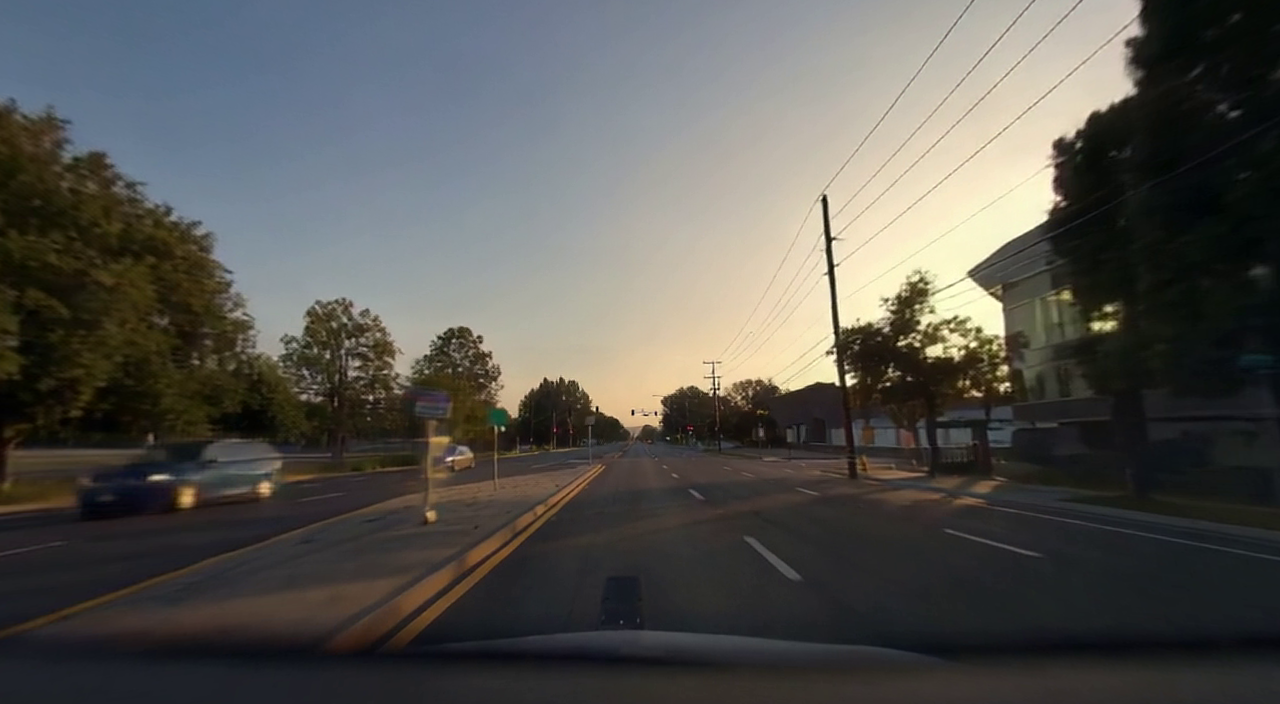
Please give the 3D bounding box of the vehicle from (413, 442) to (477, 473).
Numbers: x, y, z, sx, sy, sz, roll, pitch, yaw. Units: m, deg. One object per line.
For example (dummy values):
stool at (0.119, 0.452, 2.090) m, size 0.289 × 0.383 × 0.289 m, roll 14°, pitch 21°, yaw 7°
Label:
vehicle at (-10.600, 5.753, 34.794) m, size 1.916 × 1.593 × 5.012 m, roll 0°, pitch -8°, yaw 0°

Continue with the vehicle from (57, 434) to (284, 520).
vehicle at (-10.672, 2.828, 14.906) m, size 1.923 × 1.702 × 4.387 m, roll 0°, pitch -8°, yaw 0°
